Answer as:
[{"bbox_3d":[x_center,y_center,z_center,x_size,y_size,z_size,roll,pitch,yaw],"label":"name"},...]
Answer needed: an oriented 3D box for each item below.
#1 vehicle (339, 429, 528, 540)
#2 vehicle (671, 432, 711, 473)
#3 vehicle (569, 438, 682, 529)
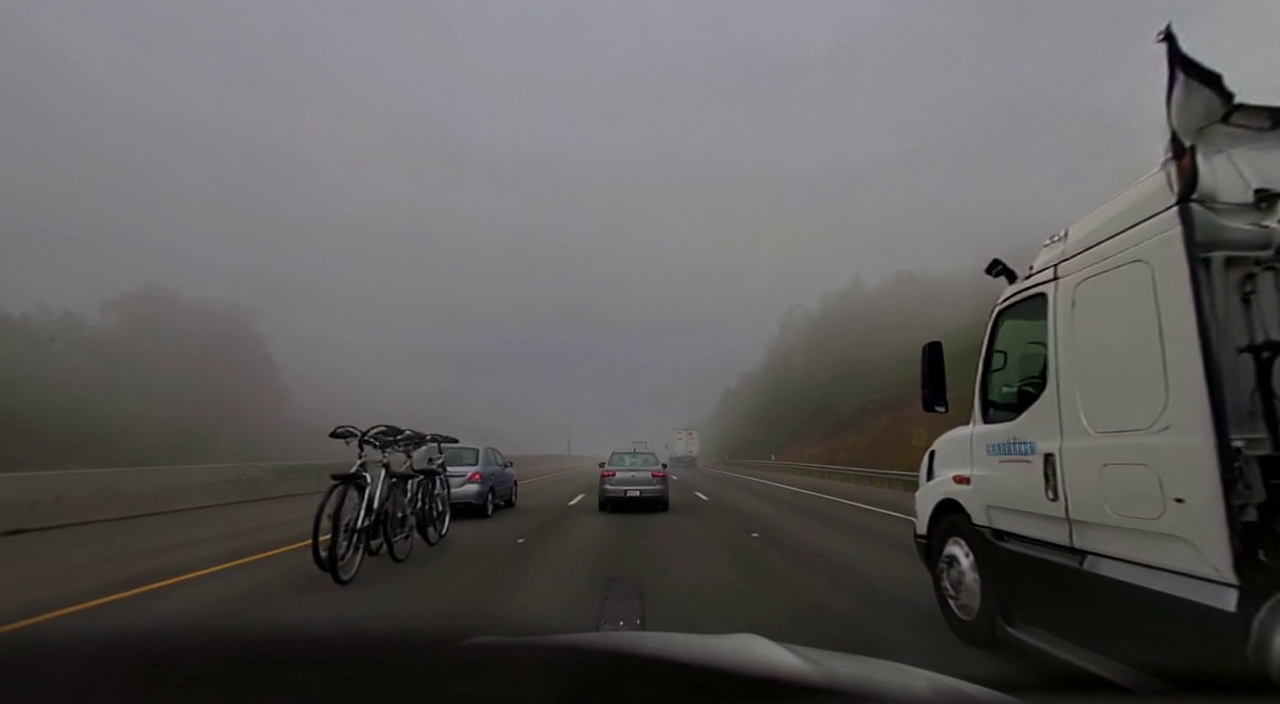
[{"bbox_3d":[-3.550,2.371,11.933,1.985,1.671,4.604,0,-9,0],"label":"vehicle"},{"bbox_3d":[3.463,6.968,43.779,2.234,2.679,5.372,0,-9,-1],"label":"vehicle"},{"bbox_3d":[-0.263,2.576,12.850,1.973,1.574,3.426,0,-9,0],"label":"vehicle"}]
